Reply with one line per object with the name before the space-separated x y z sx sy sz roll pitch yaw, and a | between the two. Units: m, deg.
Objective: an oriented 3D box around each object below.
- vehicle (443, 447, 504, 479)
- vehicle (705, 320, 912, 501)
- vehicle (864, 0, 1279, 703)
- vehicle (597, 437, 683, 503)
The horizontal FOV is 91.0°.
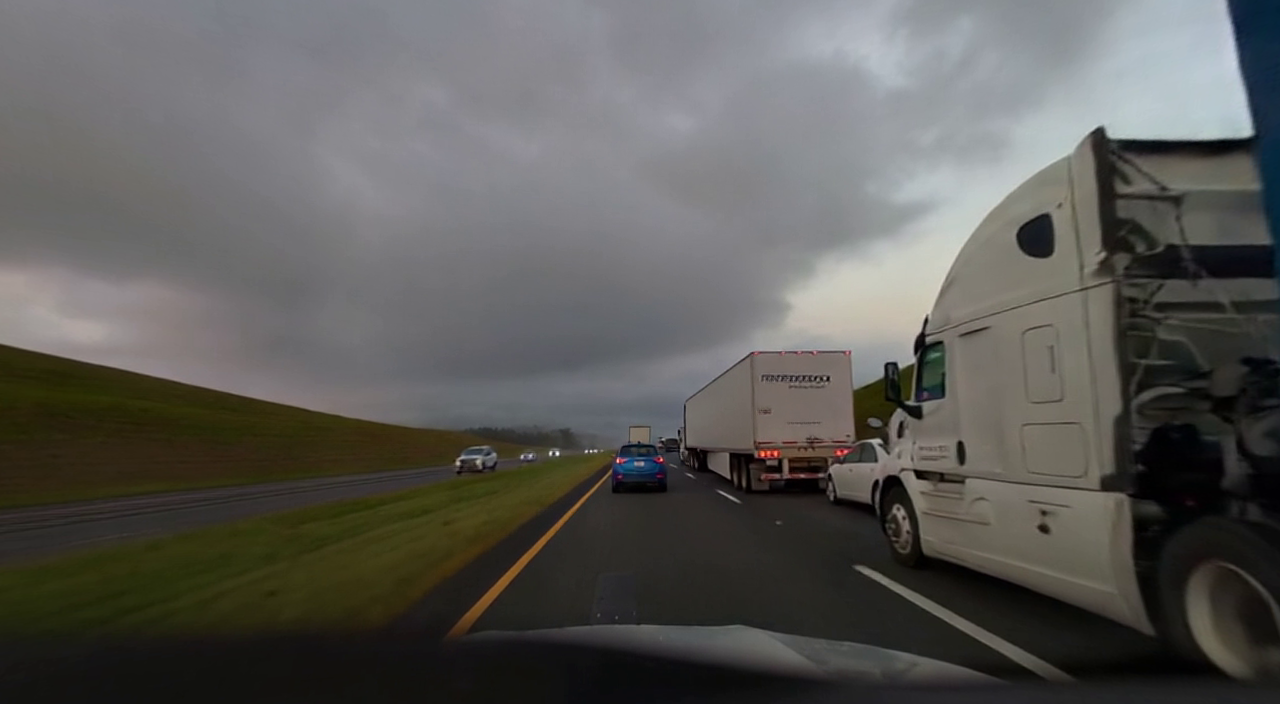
vehicle | -9.818 6.576 37.487 2.259 1.699 4.510 -1 -8 2
vehicle | 4.383 2.012 19.530 3.235 4.197 9.908 0 -8 -3
vehicle | 4.235 -0.062 3.727 3.150 4.051 6.527 0 -8 -1
vehicle | -0.030 3.066 16.841 2.045 1.507 3.763 0 -8 -1
